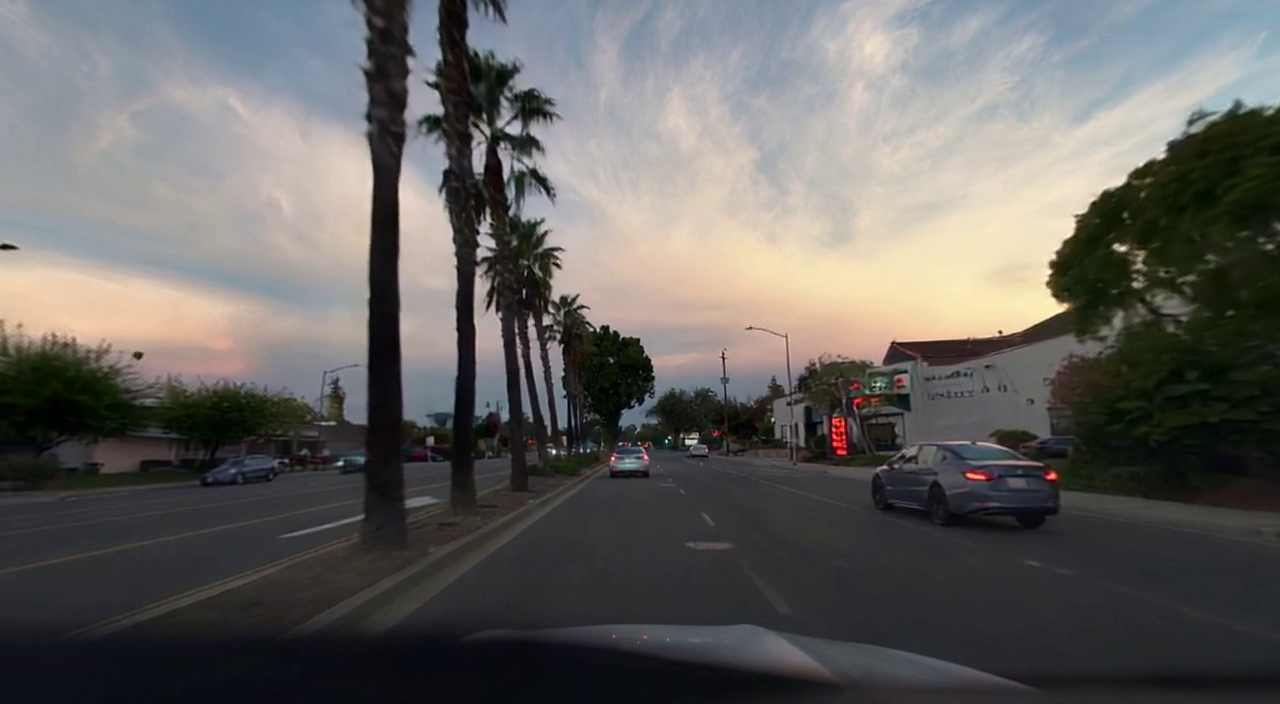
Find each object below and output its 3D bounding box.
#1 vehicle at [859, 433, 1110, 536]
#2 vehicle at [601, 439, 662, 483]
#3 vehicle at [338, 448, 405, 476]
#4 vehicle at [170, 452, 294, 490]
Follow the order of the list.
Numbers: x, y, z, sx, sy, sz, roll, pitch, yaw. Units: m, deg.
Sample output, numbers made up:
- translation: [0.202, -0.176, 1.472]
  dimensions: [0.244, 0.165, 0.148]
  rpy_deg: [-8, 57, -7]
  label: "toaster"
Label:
- translation: [6.302, 2.461, 12.407]
  dimensions: [2.244, 1.618, 4.585]
  rpy_deg: [0, -9, -1]
  label: "vehicle"
- translation: [-0.315, 4.114, 24.058]
  dimensions: [2.106, 1.496, 3.964]
  rpy_deg: [0, -9, -1]
  label: "vehicle"
- translation: [-15.101, 6.181, 35.788]
  dimensions: [2.015, 1.509, 4.295]
  rpy_deg: [0, -9, -2]
  label: "vehicle"
- translation: [-18.399, 5.332, 28.767]
  dimensions: [1.968, 1.524, 4.390]
  rpy_deg: [-3, -9, 18]
  label: "vehicle"
